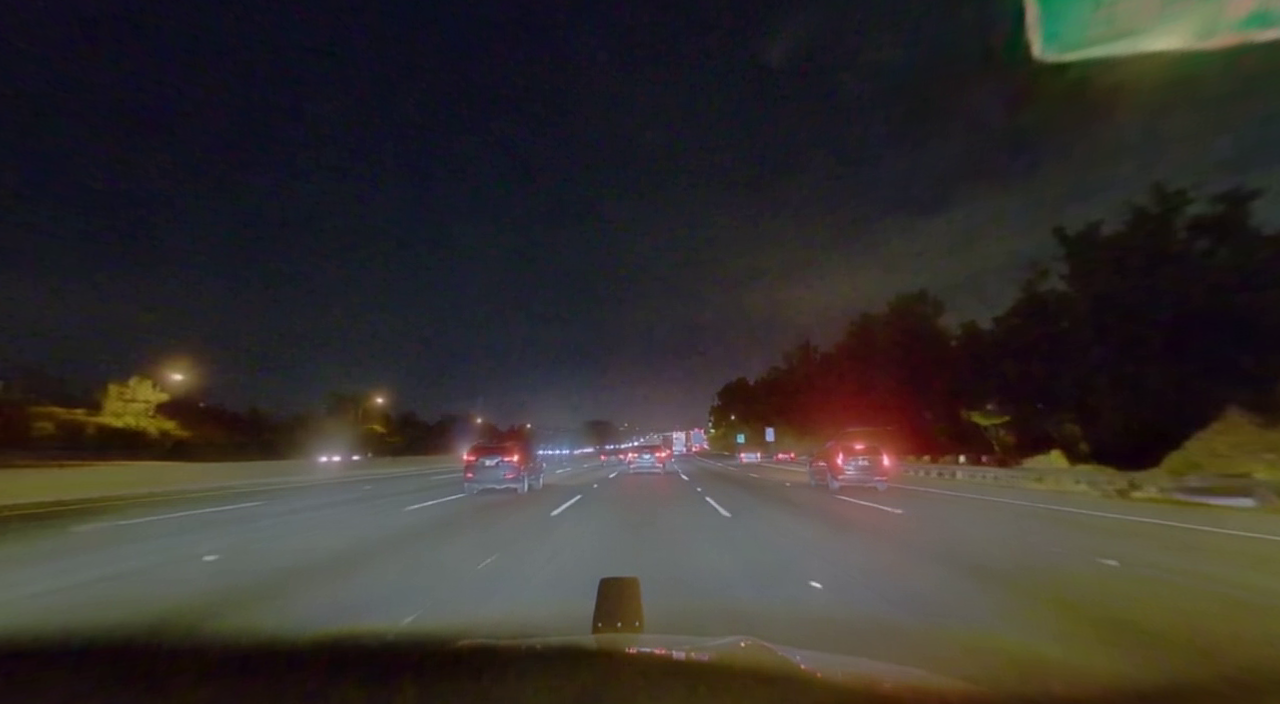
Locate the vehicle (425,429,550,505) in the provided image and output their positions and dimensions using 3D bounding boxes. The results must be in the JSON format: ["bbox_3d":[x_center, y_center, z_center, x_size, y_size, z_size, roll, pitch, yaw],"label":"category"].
[{"bbox_3d":[-3.844,3.003,16.806,2.142,1.759,4.297,0,-9,2],"label":"vehicle"}]

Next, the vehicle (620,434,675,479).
[{"bbox_3d":[0.343,4.769,28.879,2.270,1.862,4.949,0,-9,1],"label":"vehicle"}]

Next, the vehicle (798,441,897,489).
[{"bbox_3d":[7.003,3.854,21.796,1.936,1.480,4.373,0,-9,0],"label":"vehicle"}]

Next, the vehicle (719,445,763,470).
[{"bbox_3d":[6.208,6.509,39.137,2.005,1.456,4.287,0,-9,-1],"label":"vehicle"}]
